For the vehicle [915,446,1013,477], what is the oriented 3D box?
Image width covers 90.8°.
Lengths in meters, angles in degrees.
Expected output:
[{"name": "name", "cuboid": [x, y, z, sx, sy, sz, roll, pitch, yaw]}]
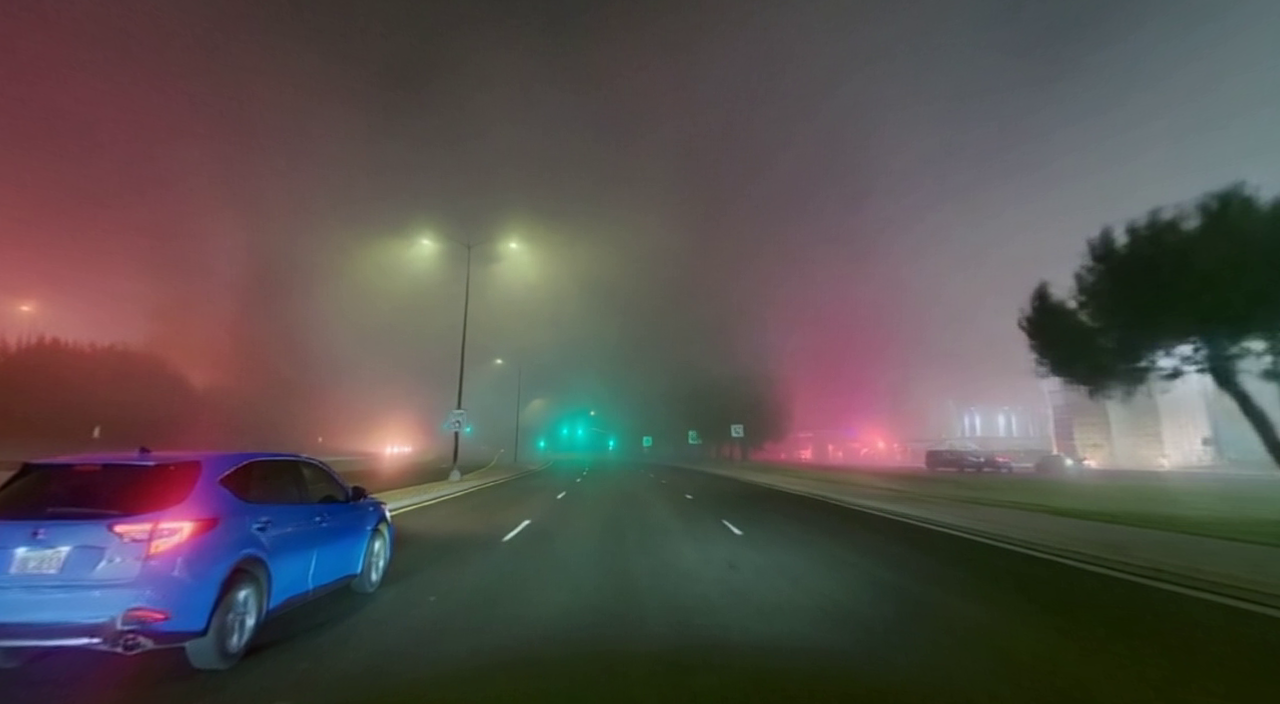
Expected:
[{"name": "vehicle", "cuboid": [22.781, 7.709, 44.736, 2.337, 1.969, 5.826, 7, -11, -25]}]
